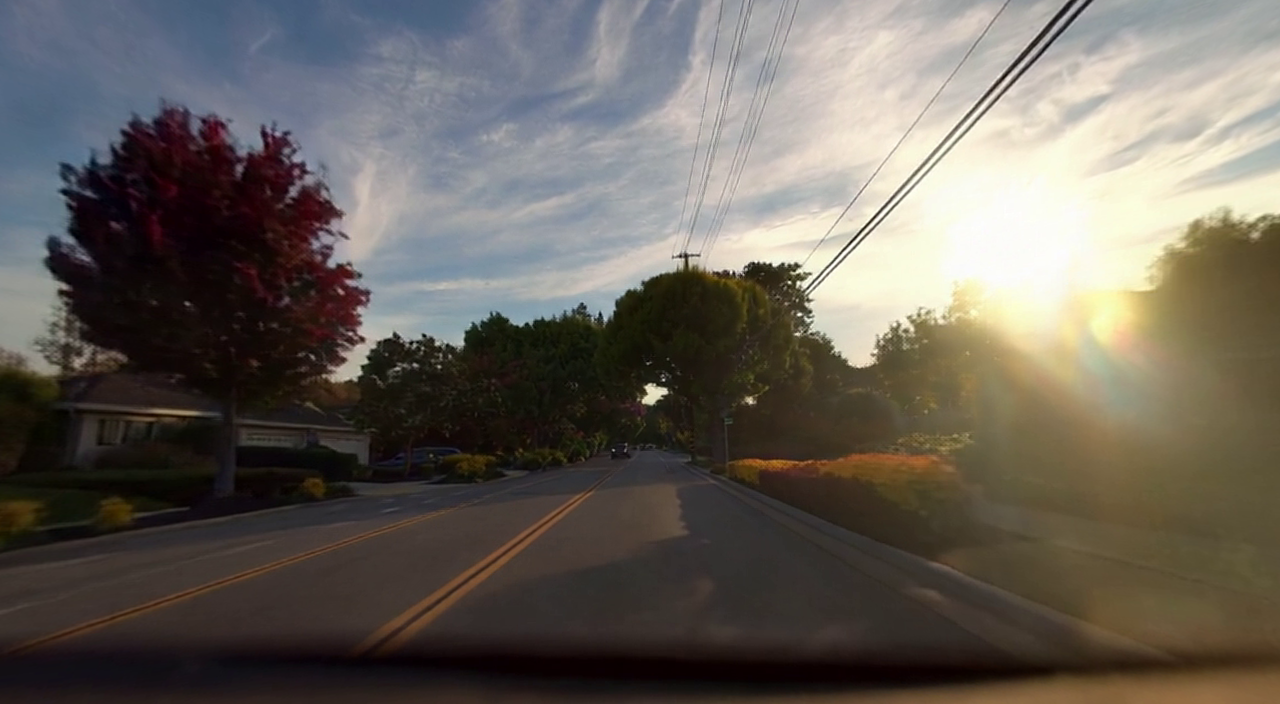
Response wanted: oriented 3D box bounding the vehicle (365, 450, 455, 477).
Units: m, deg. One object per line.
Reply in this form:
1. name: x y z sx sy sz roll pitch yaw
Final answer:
1. vehicle: -13.743 6.655 37.952 4.554 1.535 2.261 0 -9 -2
